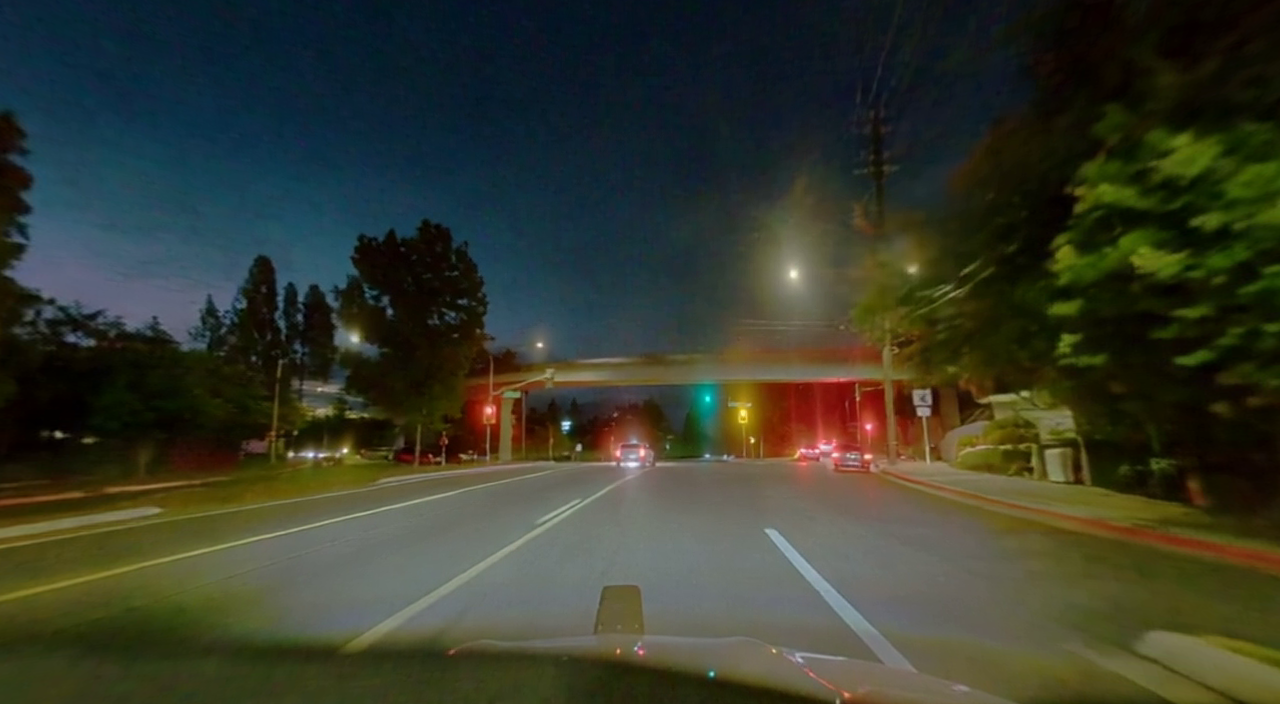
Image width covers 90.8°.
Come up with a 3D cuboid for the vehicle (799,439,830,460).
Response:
[{"bbox_3d":[13.308,7.401,48.022,2.058,1.475,4.587,-3,-9,18],"label":"vehicle"}]

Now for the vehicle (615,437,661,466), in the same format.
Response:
[{"bbox_3d":[-0.037,5.541,35.316,1.997,1.542,4.202,-1,-8,7],"label":"vehicle"}]
